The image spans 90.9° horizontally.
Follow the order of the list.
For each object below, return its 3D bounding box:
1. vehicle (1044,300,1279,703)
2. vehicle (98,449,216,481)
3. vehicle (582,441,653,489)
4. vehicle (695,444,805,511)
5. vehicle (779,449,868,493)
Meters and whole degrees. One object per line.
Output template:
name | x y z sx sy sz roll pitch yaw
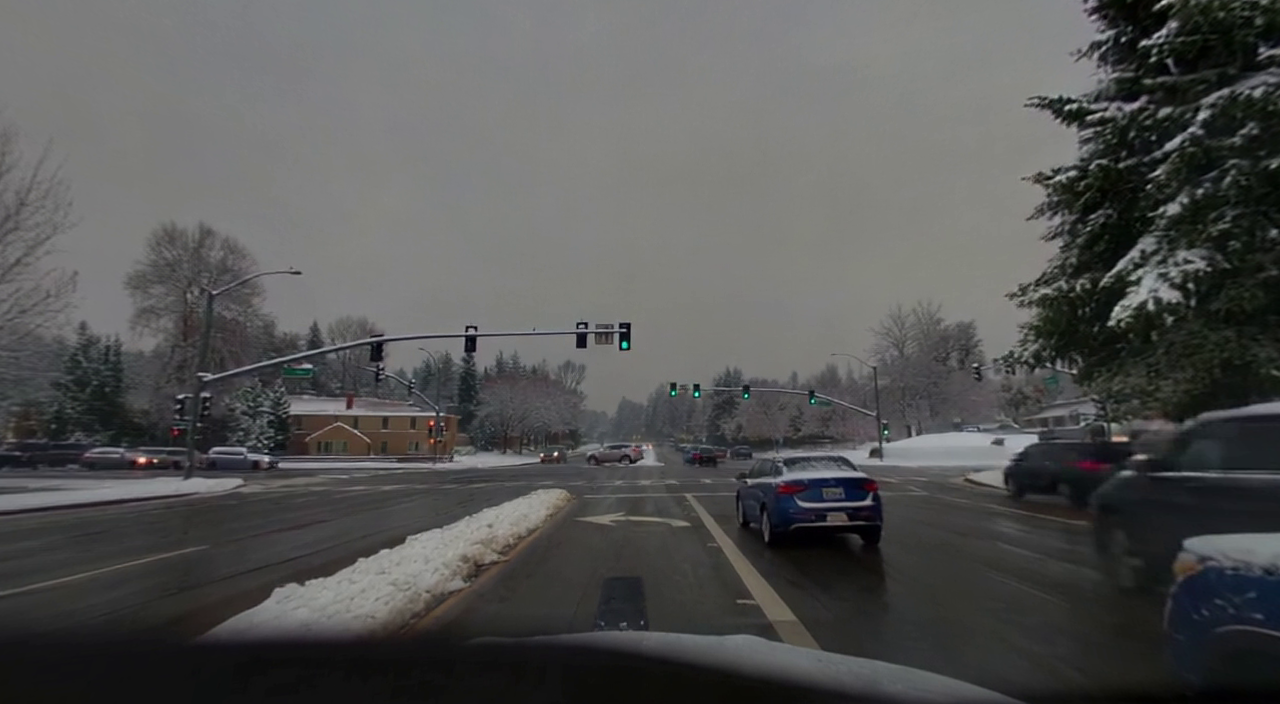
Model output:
vehicle | 2.855 0.524 0.410 2.115 1.737 4.642 0 -9 1
vehicle | -26.307 6.138 34.447 4.724 1.630 1.968 0 -9 -2
vehicle | -0.985 4.407 24.942 2.099 1.705 4.020 2 -9 -12
vehicle | 2.662 3.164 16.437 2.009 1.480 4.423 0 -9 -1
vehicle | 6.570 4.289 23.127 1.900 1.440 4.466 0 -9 0
